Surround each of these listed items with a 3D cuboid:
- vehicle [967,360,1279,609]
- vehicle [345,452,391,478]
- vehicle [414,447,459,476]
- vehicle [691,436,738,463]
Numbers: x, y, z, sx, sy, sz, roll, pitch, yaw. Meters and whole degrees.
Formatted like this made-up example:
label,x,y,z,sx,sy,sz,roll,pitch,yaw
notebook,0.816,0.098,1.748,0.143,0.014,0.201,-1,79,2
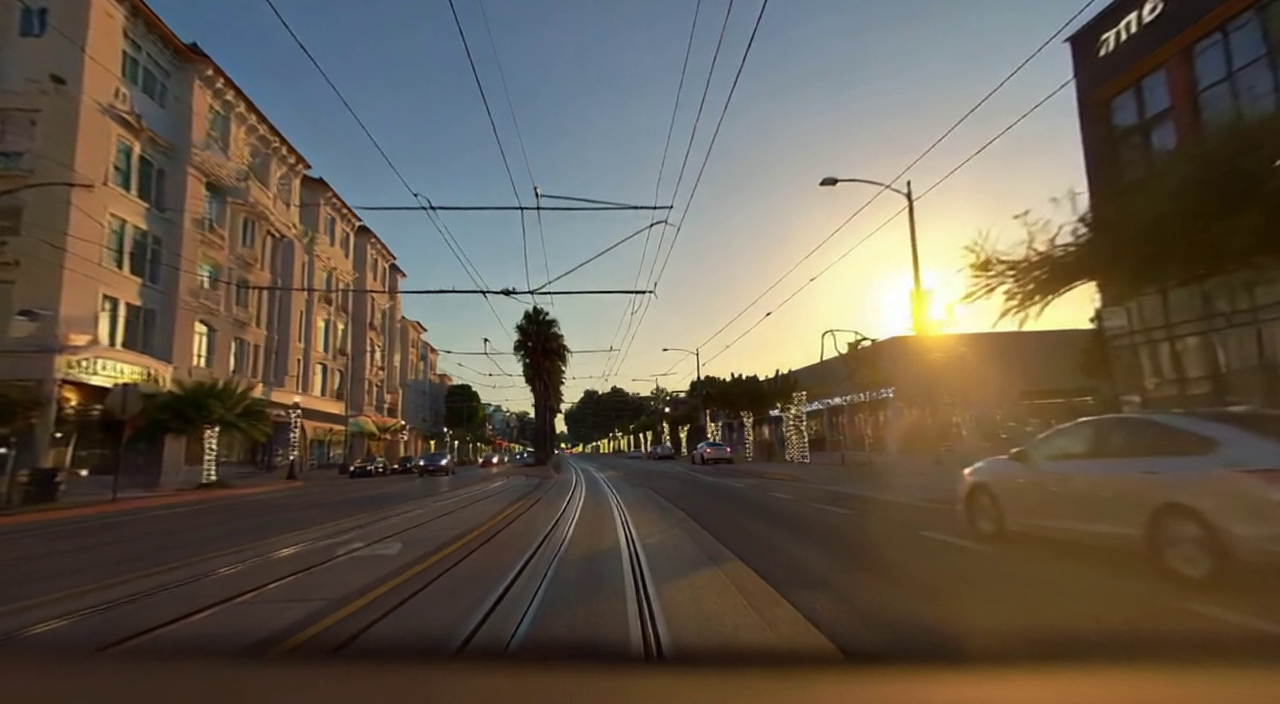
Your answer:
label,x,y,z,sx,sy,sz,roll,pitch,yaw
vehicle,5.497,1.142,5.986,2.114,1.691,5.075,-1,-9,1
vehicle,-21.047,8.712,48.911,1.974,1.808,4.373,0,-9,-6
vehicle,-14.271,7.689,44.433,2.127,1.892,4.655,0,-9,-6
vehicle,5.033,6.707,43.282,1.995,1.677,4.863,0,-9,-8
